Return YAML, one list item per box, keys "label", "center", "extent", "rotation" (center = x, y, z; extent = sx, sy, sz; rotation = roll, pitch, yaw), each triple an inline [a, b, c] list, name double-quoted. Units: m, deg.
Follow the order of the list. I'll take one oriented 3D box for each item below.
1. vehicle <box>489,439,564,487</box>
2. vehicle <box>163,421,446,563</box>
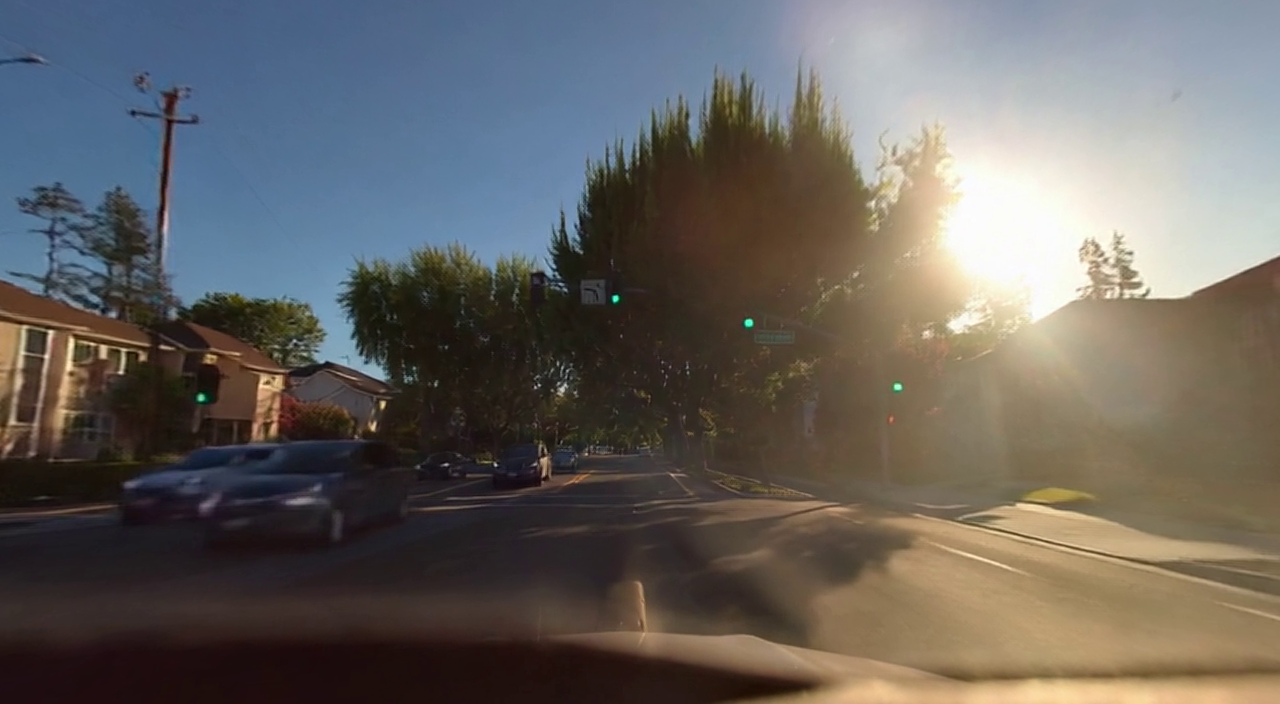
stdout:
- label: "vehicle"
  center: [-4.464, 4.418, 25.570]
  extent: [2.095, 1.731, 4.462]
  rotation: [0, -8, 1]
- label: "vehicle"
  center: [-4.580, 1.935, 9.488]
  extent: [1.999, 1.652, 3.962]
  rotation: [0, -8, 1]
